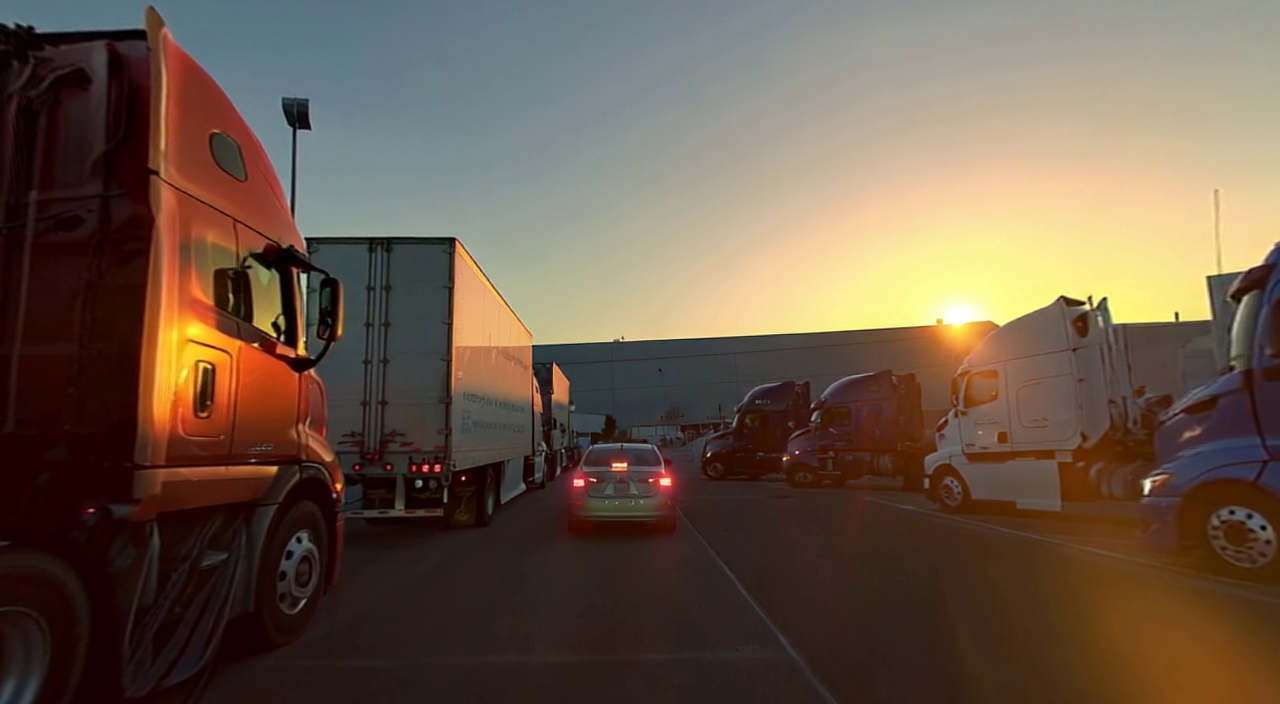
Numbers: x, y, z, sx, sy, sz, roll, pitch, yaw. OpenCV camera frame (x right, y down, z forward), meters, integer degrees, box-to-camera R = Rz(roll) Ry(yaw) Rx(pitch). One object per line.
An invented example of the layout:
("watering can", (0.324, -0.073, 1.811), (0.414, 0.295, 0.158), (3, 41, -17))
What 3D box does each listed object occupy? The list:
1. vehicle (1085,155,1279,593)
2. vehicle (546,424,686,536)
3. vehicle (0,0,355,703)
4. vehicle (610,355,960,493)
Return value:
("vehicle", (11.165, -0.299, 3.465), (13.564, 4.152, 3.110), (-9, -12, 42))
("vehicle", (-0.401, 2.280, 11.678), (2.140, 1.682, 3.971), (0, -9, -1))
("vehicle", (-3.963, -0.149, 0.874), (2.986, 3.391, 9.523), (0, -9, -2))
("vehicle", (4.498, 3.108, 25.158), (2.877, 4.124, 14.516), (4, -10, -41))
